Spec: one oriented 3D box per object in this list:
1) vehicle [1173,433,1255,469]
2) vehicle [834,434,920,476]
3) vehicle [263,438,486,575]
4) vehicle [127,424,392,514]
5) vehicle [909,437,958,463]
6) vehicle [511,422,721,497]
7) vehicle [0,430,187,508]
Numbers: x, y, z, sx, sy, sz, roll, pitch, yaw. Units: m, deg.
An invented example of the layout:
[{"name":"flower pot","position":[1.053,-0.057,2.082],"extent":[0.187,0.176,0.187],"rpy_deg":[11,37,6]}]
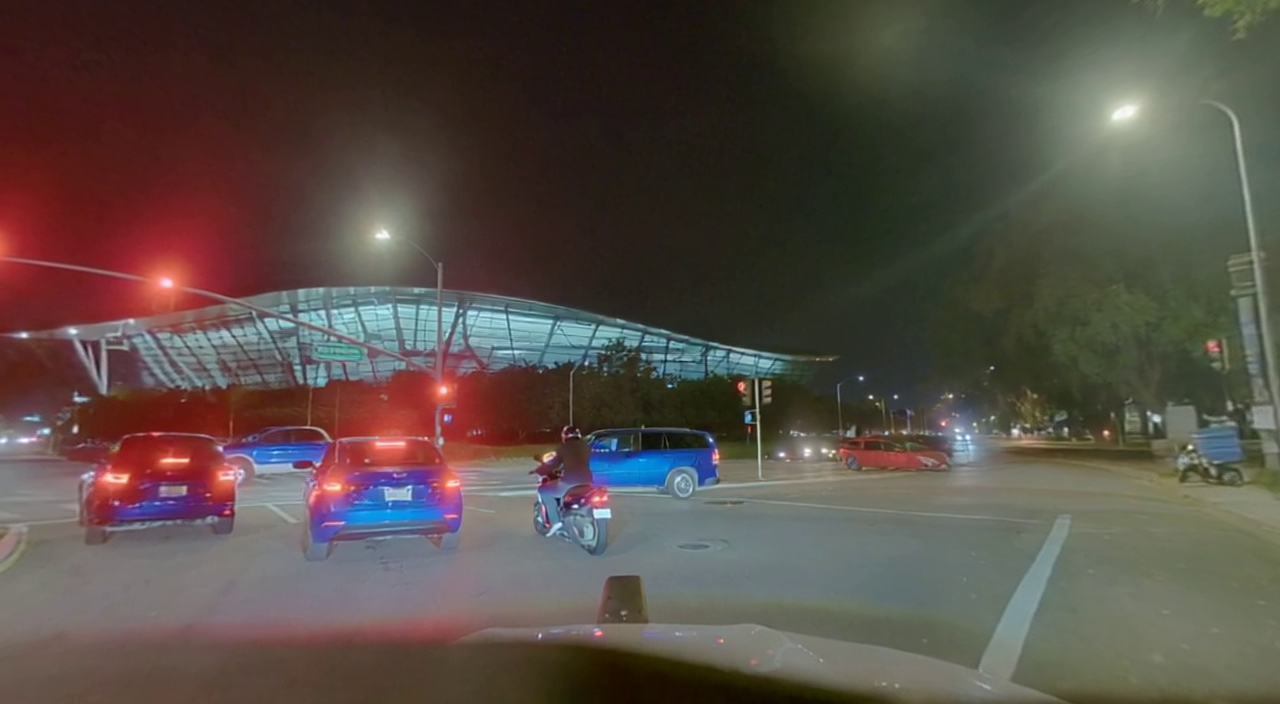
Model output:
[{"name":"vehicle","position":[25.512,4.389,28.195],"extent":[1.872,1.467,4.385],"rpy_deg":[-5,-10,32]},{"name":"vehicle","position":[10.613,4.539,28.054],"extent":[2.084,1.656,4.583],"rpy_deg":[-7,-11,39]},{"name":"vehicle","position":[-4.005,1.993,9.092],"extent":[2.009,1.450,4.182],"rpy_deg":[6,-10,-35]},{"name":"vehicle","position":[-8.073,2.490,13.659],"extent":[4.583,1.755,1.936],"rpy_deg":[-1,-8,7]},{"name":"vehicle","position":[18.734,6.245,40.155],"extent":[2.024,1.543,4.028],"rpy_deg":[-6,-10,35]},{"name":"vehicle","position":[-0.749,3.166,18.947],"extent":[5.833,1.960,2.341],"rpy_deg":[3,-9,-19]},{"name":"vehicle","position":[-14.176,2.884,15.875],"extent":[4.380,1.727,2.052],"rpy_deg":[-2,-9,15]}]
